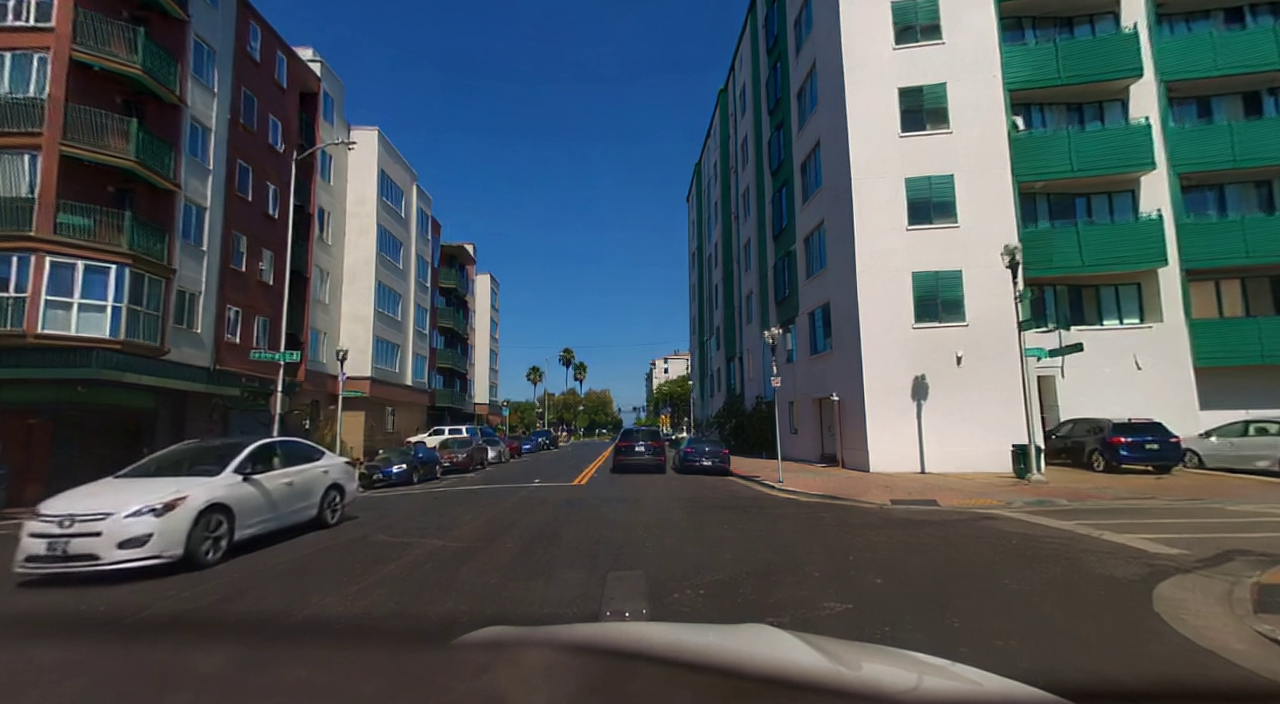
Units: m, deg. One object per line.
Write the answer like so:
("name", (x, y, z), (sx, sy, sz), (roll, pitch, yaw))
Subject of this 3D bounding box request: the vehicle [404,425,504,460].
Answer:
("vehicle", (-11.445, 5.586, 38.874), (5.540, 1.950, 2.113), (4, -12, -28))

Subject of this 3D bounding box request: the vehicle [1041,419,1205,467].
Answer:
("vehicle", (15.335, 2.914, 20.152), (3.752, 1.453, 1.709), (0, -9, 2))

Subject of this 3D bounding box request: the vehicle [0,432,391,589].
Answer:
("vehicle", (-5.434, 1.890, 8.591), (2.226, 1.465, 5.034), (0, -8, -3))

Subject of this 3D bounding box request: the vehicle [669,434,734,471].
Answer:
("vehicle", (2.509, 4.286, 26.994), (2.290, 1.456, 4.503), (0, -8, -1))

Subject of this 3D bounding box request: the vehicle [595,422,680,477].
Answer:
("vehicle", (-0.238, 3.633, 23.704), (2.412, 1.834, 4.636), (1, -9, -10))
